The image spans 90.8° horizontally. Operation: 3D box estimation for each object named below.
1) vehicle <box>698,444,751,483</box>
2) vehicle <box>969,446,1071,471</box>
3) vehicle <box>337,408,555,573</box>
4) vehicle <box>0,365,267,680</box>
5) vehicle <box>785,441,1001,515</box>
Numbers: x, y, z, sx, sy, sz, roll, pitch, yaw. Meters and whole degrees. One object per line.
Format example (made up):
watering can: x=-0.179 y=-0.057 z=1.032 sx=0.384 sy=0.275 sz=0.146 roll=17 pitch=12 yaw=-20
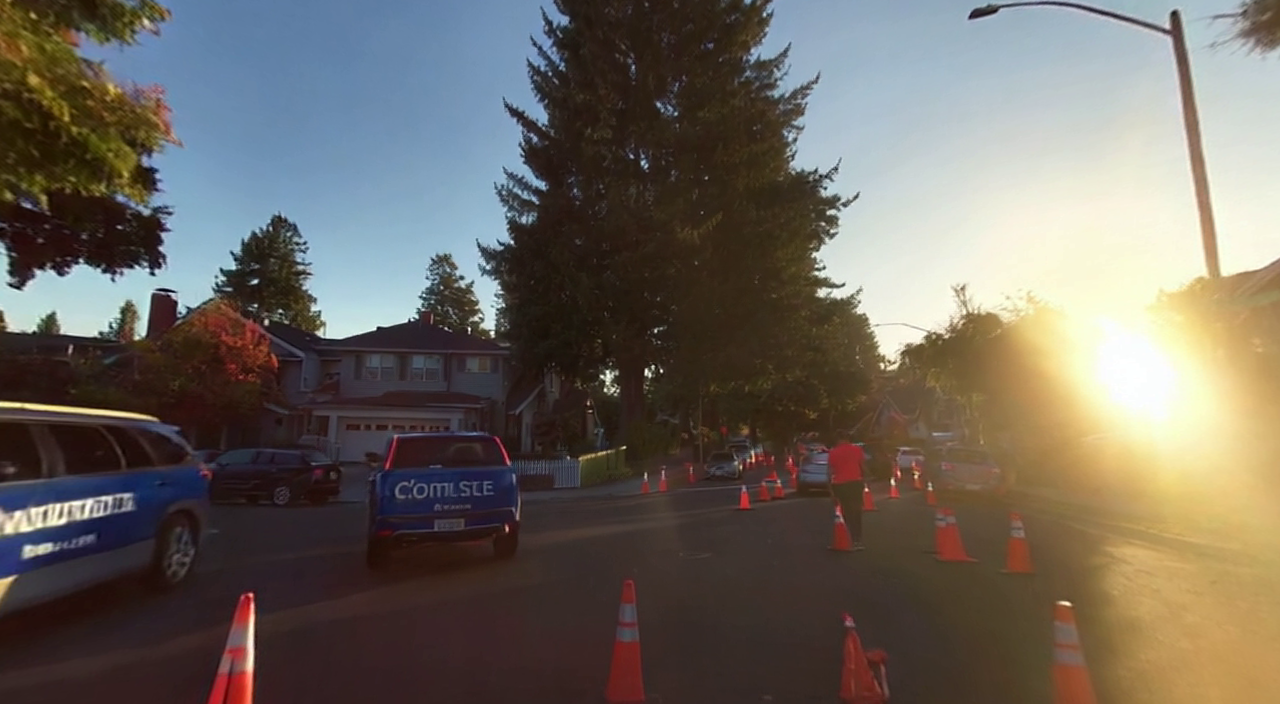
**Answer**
vehicle: x=4.246 y=5.446 z=31.232 sx=2.014 sy=1.742 sz=4.297 roll=-2 pitch=-9 yaw=15
vehicle: x=23.774 y=6.668 z=39.694 sx=5.066 sy=1.534 sz=1.905 roll=-2 pitch=-9 yaw=11
vehicle: x=-2.991 y=1.827 z=9.147 sx=2.350 sy=1.748 sz=4.094 roll=4 pitch=-9 yaw=-24
vehicle: x=-5.284 y=1.183 z=4.778 sx=2.471 sy=1.892 sz=4.952 roll=1 pitch=-9 yaw=-9
vehicle: x=6.319 y=3.091 z=15.967 sx=4.656 sy=1.577 sz=2.099 roll=1 pitch=-8 yaw=-15
